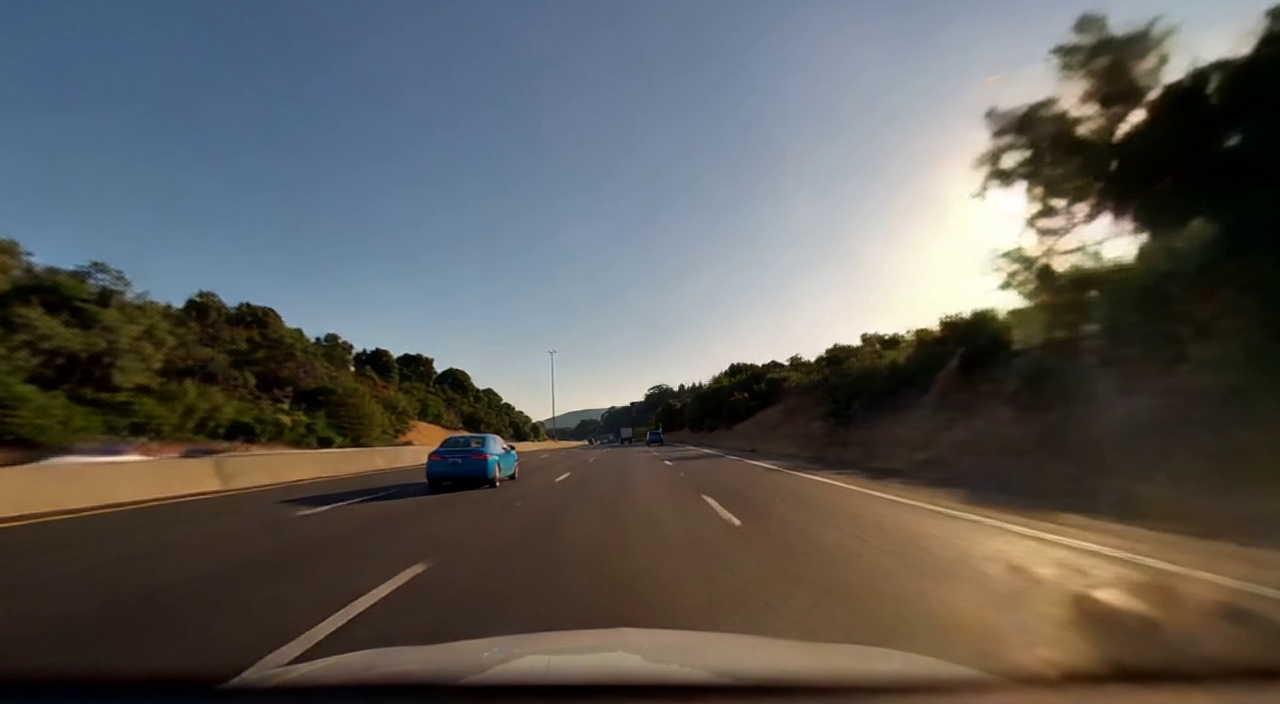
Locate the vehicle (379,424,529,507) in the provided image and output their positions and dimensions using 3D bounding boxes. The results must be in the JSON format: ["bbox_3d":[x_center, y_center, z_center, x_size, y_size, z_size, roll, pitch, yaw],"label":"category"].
[{"bbox_3d":[-3.817,2.390,13.844,2.026,1.517,4.325,0,-8,-1],"label":"vehicle"}]
